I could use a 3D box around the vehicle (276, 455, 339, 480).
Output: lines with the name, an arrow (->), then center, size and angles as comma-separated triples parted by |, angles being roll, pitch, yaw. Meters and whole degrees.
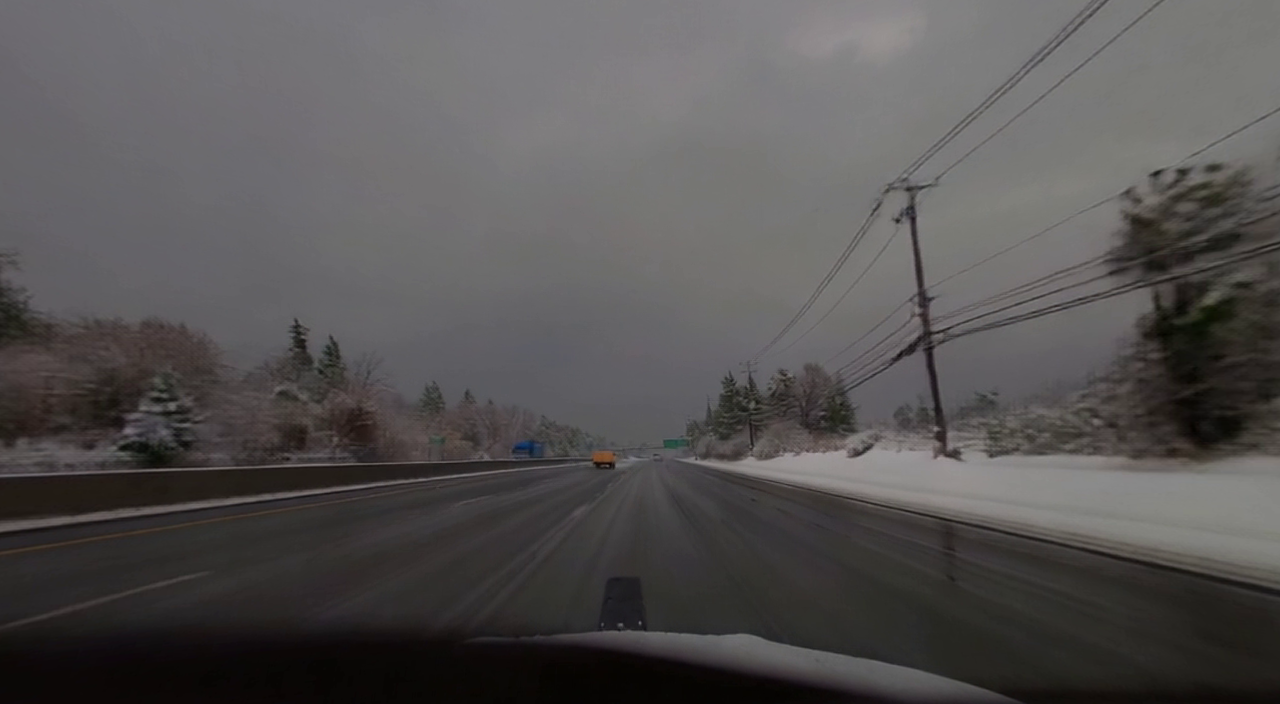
vehicle -> -21.887, 7.615, 41.657 | 1.772, 1.483, 4.170 | 0, -9, 1
